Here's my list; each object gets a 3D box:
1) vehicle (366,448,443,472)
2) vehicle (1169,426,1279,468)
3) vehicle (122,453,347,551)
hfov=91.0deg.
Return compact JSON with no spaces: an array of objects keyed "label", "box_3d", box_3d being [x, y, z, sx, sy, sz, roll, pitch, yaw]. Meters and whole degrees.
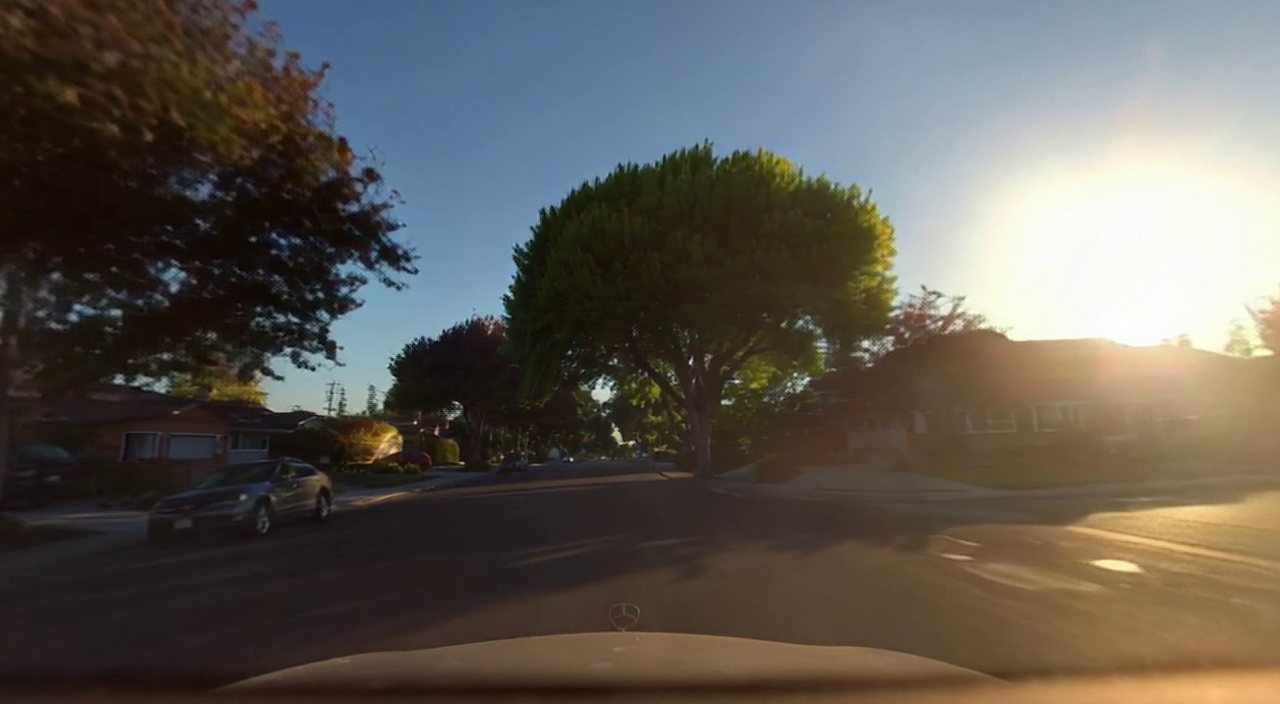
[{"label":"vehicle","box_3d":[-17.215,7.932,46.138,4.850,1.676,1.920,0,-9,-1]},{"label":"vehicle","box_3d":[23.158,3.545,23.511,1.932,1.464,5.044,1,-9,-8]},{"label":"vehicle","box_3d":[-7.765,2.858,12.690,1.938,1.499,4.290,-3,-9,-4]}]
